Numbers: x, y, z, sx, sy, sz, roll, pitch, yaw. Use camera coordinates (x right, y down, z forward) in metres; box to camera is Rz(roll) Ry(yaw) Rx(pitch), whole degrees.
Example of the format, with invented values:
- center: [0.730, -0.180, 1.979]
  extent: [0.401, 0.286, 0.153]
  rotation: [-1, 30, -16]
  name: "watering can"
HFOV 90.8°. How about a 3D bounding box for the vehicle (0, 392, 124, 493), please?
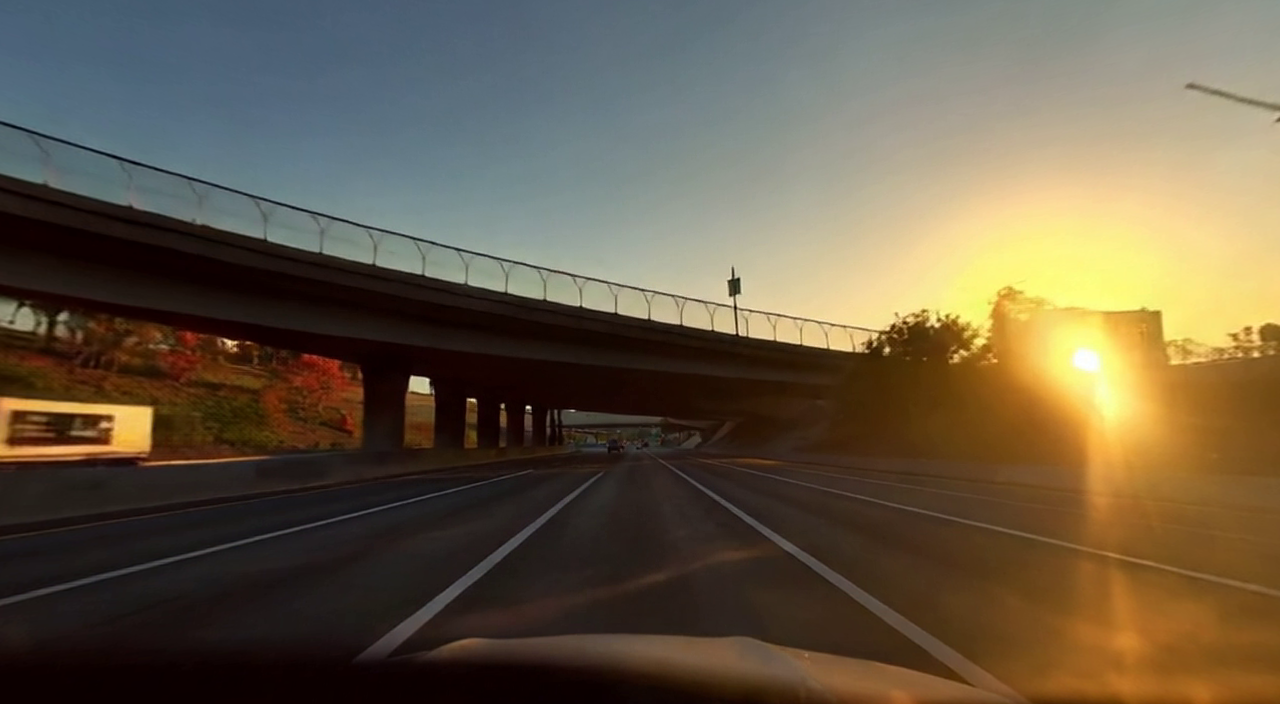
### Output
- center: [-26.920, 3.496, 24.190]
  extent: [3.064, 3.961, 13.704]
  rotation: [-1, -9, -2]
  name: "vehicle"
